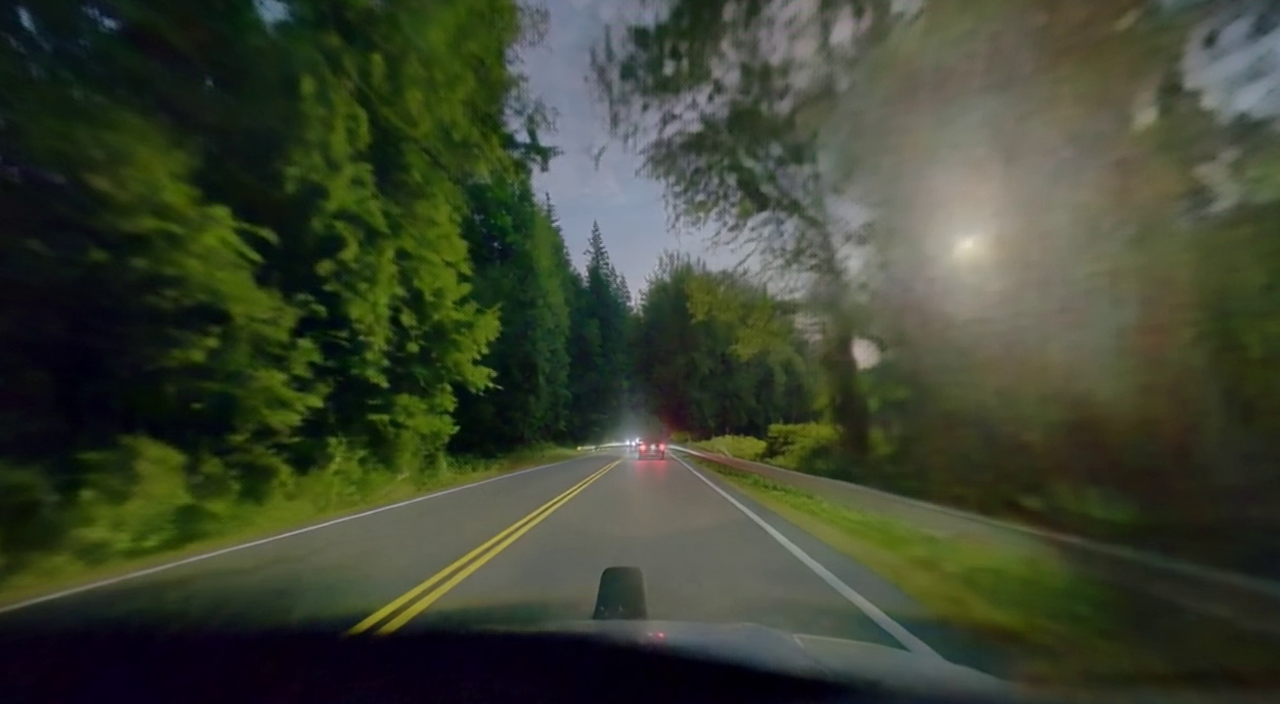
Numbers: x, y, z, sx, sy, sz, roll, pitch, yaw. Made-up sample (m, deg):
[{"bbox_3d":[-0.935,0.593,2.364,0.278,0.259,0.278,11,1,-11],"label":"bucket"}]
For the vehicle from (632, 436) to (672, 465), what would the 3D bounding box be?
[{"bbox_3d":[0.660,5.555,35.759,2.120,1.491,4.349,0,-8,1],"label":"vehicle"}]
